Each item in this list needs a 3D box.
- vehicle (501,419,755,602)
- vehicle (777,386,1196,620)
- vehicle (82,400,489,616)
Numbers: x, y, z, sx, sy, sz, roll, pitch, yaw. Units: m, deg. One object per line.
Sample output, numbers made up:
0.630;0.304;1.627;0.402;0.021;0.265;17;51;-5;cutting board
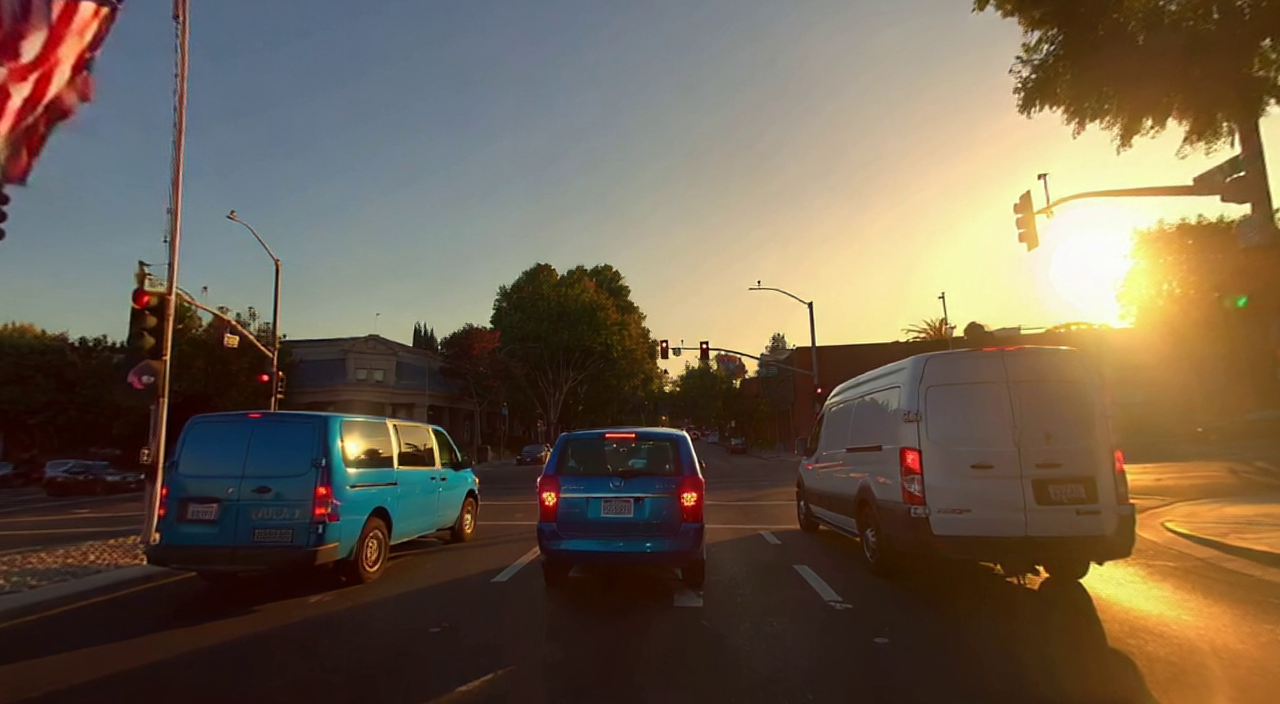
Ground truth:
-0.143;1.620;7.337;2.098;1.494;4.118;0;-9;-1;vehicle
3.087;1.466;7.019;2.178;1.746;4.400;0;-9;1;vehicle
-3.303;1.527;7.038;2.024;1.677;3.998;-1;-9;3;vehicle
